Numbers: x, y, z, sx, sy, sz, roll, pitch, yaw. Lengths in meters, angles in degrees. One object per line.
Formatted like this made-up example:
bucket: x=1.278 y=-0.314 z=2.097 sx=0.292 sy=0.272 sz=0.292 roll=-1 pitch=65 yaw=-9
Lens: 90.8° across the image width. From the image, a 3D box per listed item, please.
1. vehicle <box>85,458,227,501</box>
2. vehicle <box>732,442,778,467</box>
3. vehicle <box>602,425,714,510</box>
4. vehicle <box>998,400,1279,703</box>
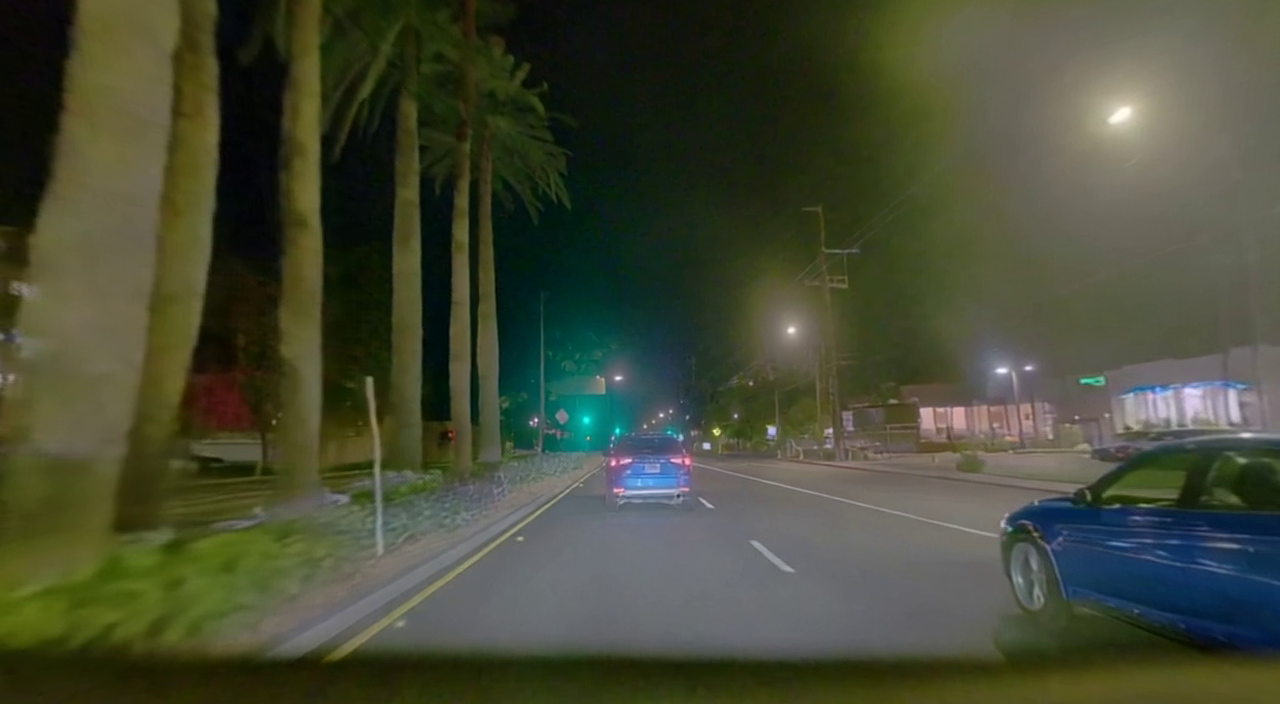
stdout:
vehicle: x=-19.385 y=5.081 z=25.627 sx=1.848 sy=1.460 sz=4.641 roll=-1 pitch=-8 yaw=4
vehicle: x=6.993 y=6.263 z=38.887 sx=1.930 sy=1.457 sz=4.267 roll=0 pitch=-8 yaw=-2
vehicle: x=0.284 y=2.633 z=14.861 sx=2.239 sy=1.693 sz=4.301 roll=0 pitch=-8 yaw=-2
vehicle: x=3.827 y=0.934 z=2.682 sx=1.941 sy=1.472 sz=4.570 roll=0 pitch=-8 yaw=0
